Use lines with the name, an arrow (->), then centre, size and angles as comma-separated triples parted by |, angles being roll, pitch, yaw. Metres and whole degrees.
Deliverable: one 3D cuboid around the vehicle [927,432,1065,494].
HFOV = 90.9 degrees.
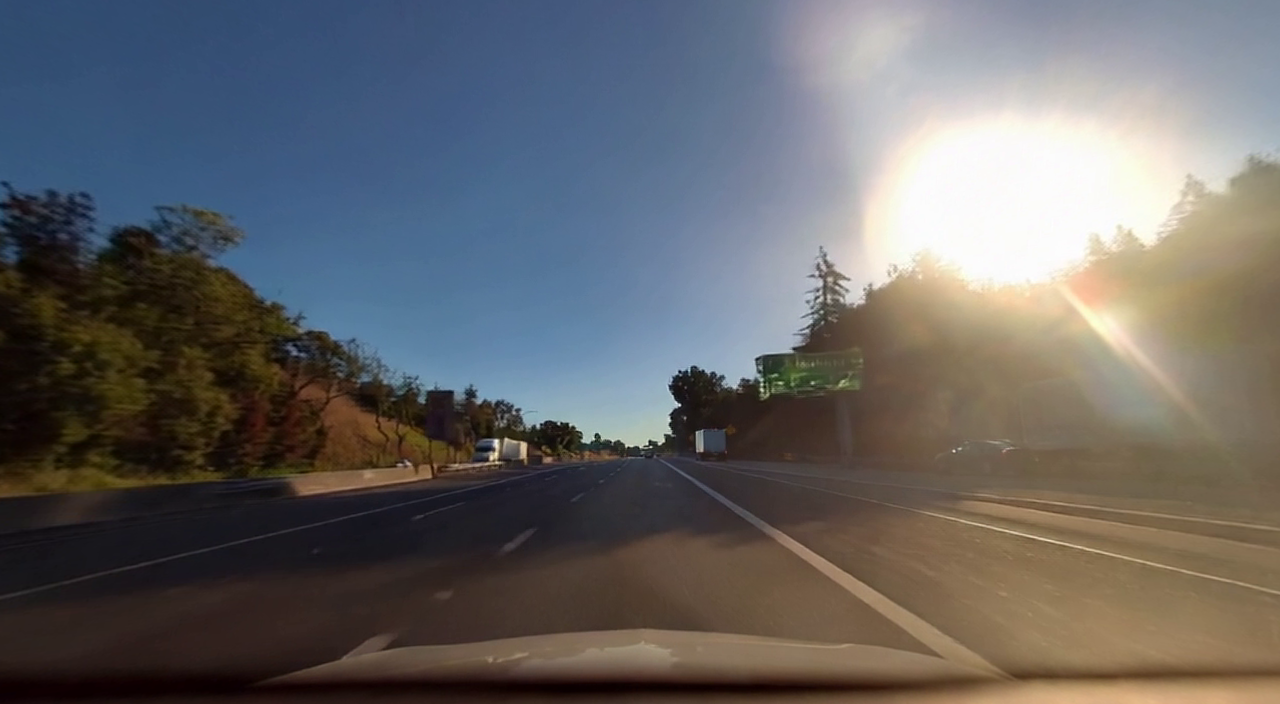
vehicle -> 11.455, 3.579, 20.623 | 2.038, 1.823, 3.744 | 1, -9, -5
